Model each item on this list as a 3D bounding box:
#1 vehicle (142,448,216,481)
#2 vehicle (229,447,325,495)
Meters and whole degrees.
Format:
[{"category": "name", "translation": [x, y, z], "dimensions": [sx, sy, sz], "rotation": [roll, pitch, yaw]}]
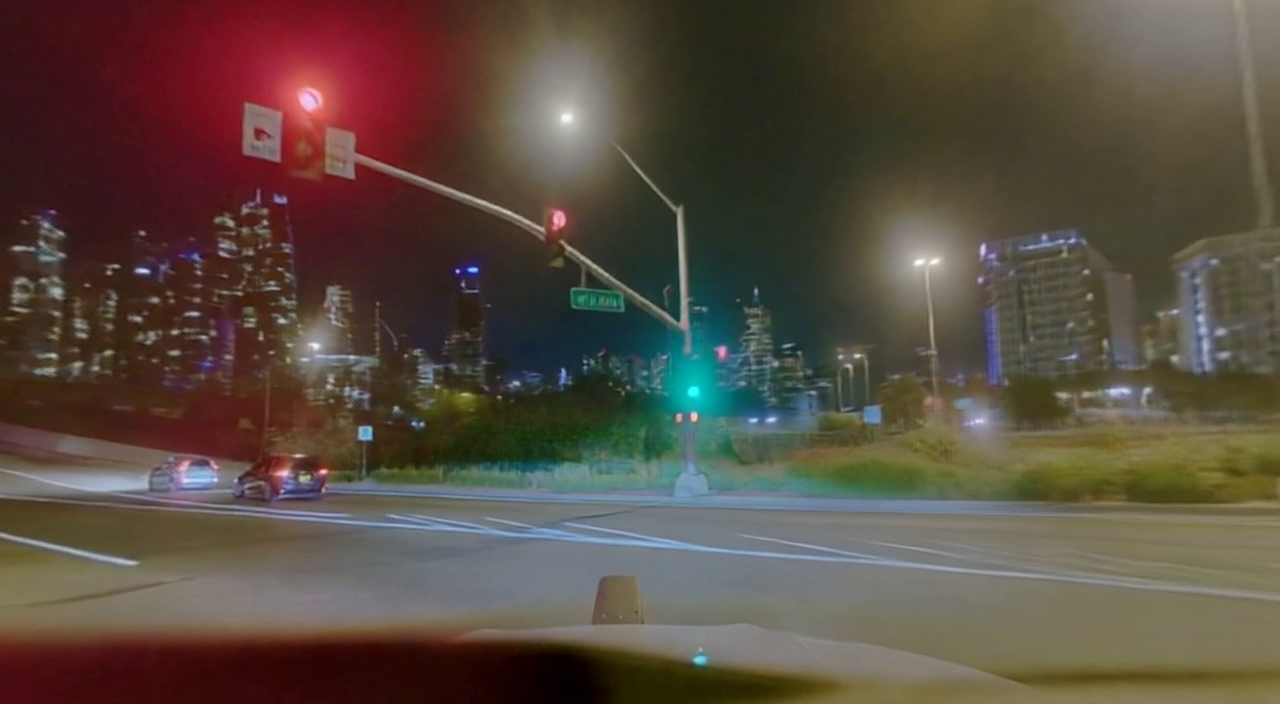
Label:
[{"category": "vehicle", "translation": [-24.743, 5.976, 33.885], "dimensions": [3.852, 1.605, 2.007], "rotation": [-6, -9, 35]}, {"category": "vehicle", "translation": [-13.565, 4.358, 23.519], "dimensions": [3.874, 1.516, 2.048], "rotation": [-8, -10, 44]}]
